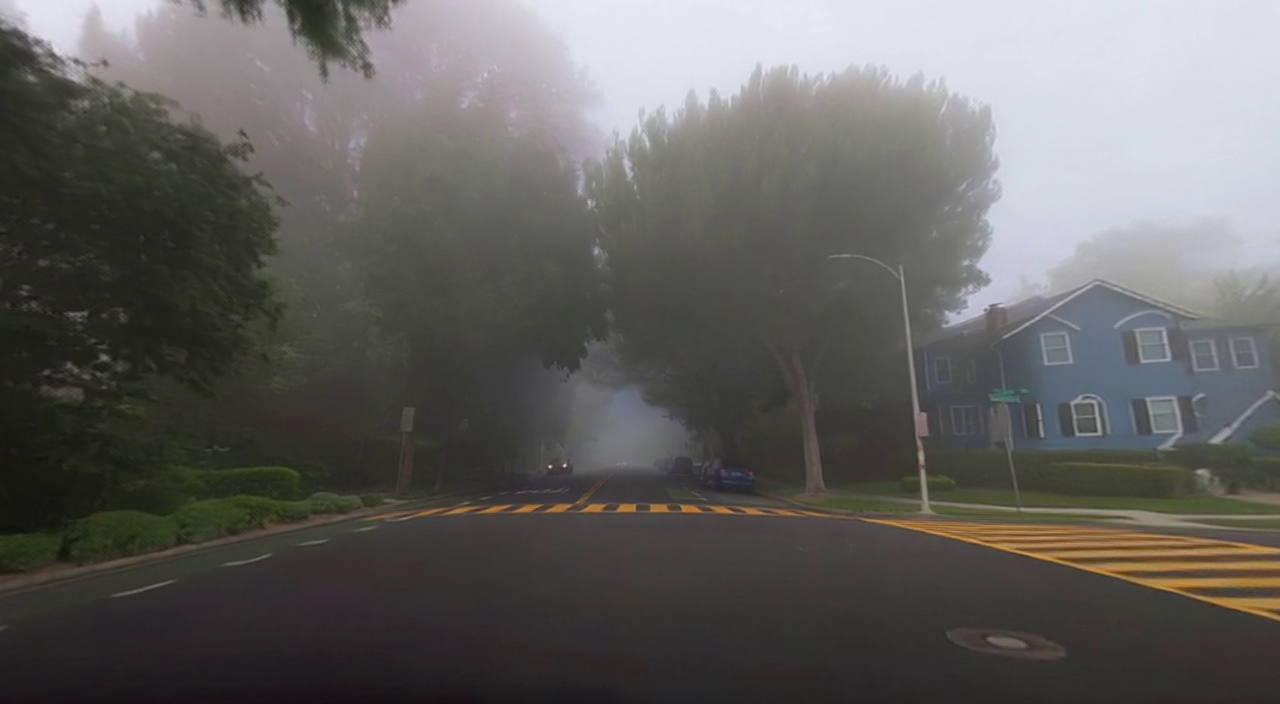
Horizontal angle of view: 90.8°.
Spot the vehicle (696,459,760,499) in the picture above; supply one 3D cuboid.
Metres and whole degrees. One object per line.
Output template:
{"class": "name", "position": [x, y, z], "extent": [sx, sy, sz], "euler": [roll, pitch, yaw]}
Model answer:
{"class": "vehicle", "position": [3.668, 5.400, 27.154], "extent": [1.961, 1.472, 4.434], "euler": [0, -8, -2]}
